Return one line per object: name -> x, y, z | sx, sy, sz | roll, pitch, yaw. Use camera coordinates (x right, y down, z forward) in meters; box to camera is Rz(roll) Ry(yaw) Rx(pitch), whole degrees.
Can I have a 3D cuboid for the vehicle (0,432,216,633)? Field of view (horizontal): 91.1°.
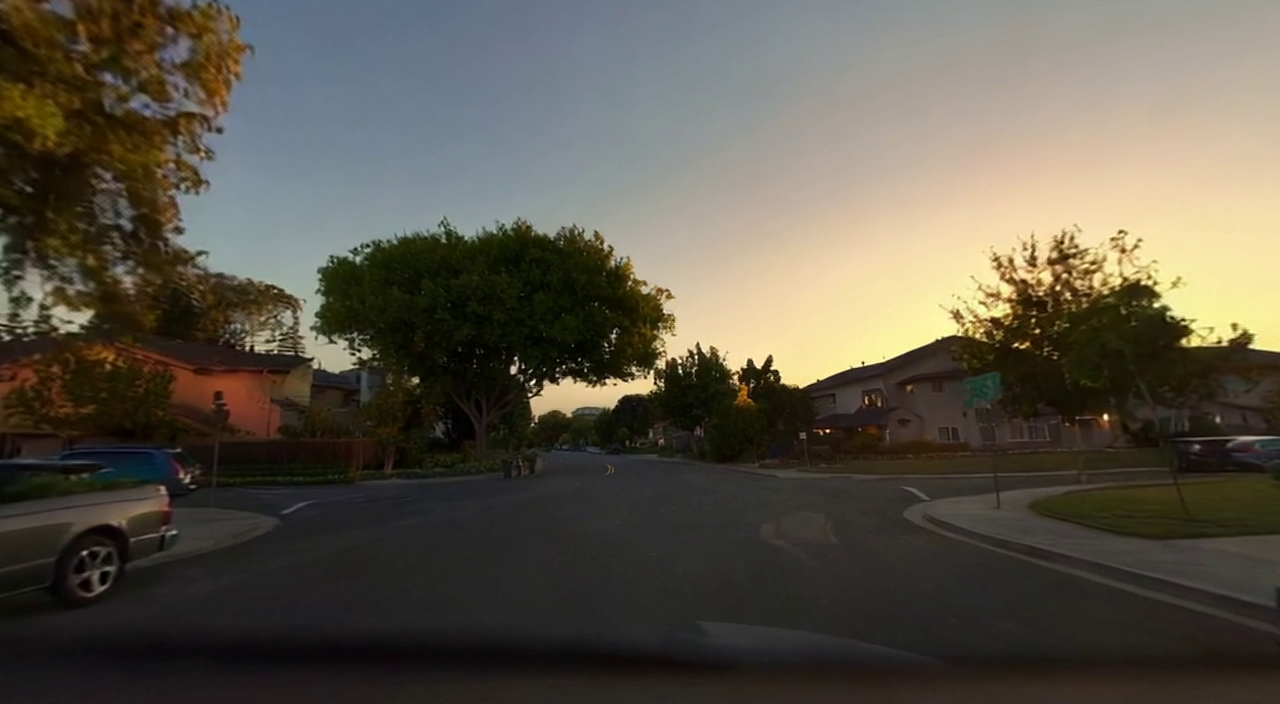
vehicle -> -5.633, 1.371, 4.409 | 1.943, 1.433, 4.717 | -6, -10, 2
